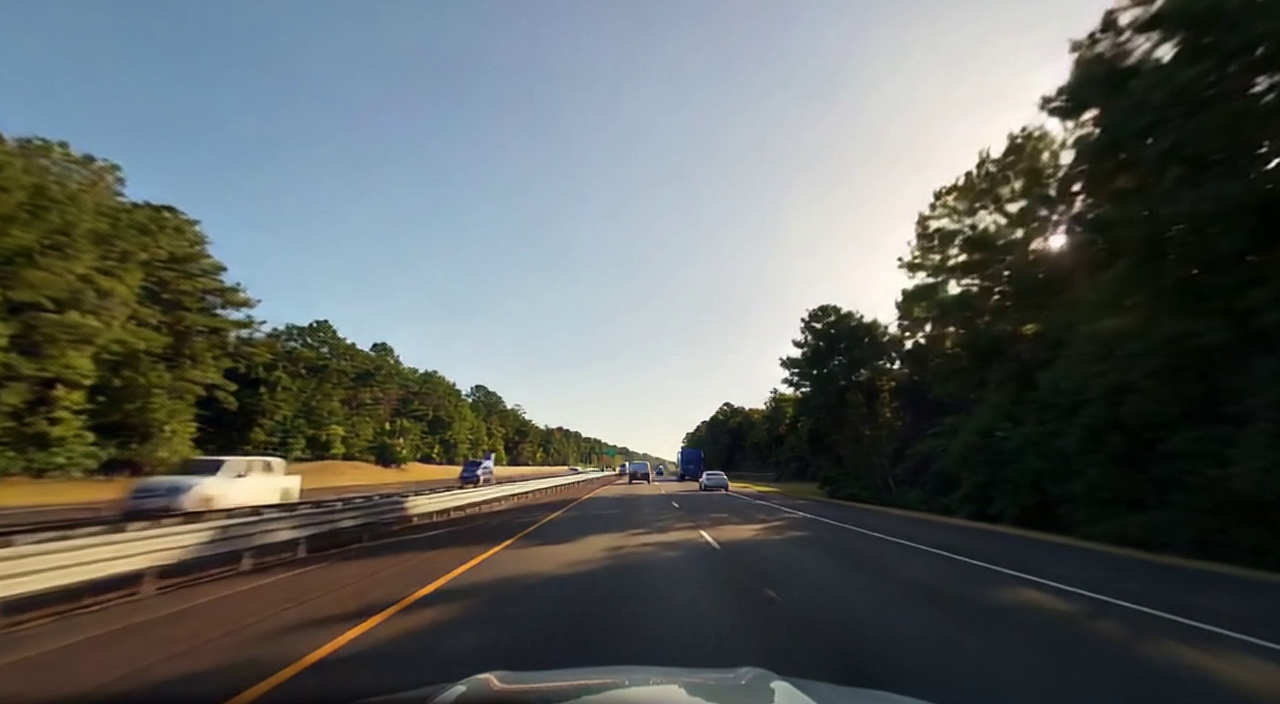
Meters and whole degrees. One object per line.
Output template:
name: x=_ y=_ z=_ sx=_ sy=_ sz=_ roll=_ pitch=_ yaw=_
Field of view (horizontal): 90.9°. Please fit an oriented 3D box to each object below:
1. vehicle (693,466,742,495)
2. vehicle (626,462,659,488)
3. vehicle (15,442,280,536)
vehicle: x=4.383 y=7.405 z=36.523 sx=2.073 sy=1.532 sz=4.969 roll=1 pitch=-10 yaw=-1
vehicle: x=0.178 y=8.730 z=44.850 sx=2.212 sy=1.717 sz=4.452 roll=0 pitch=-10 yaw=1
vehicle: x=-9.690 y=2.748 z=12.997 sx=1.960 sy=1.578 sz=4.296 roll=1 pitch=-10 yaw=-1
